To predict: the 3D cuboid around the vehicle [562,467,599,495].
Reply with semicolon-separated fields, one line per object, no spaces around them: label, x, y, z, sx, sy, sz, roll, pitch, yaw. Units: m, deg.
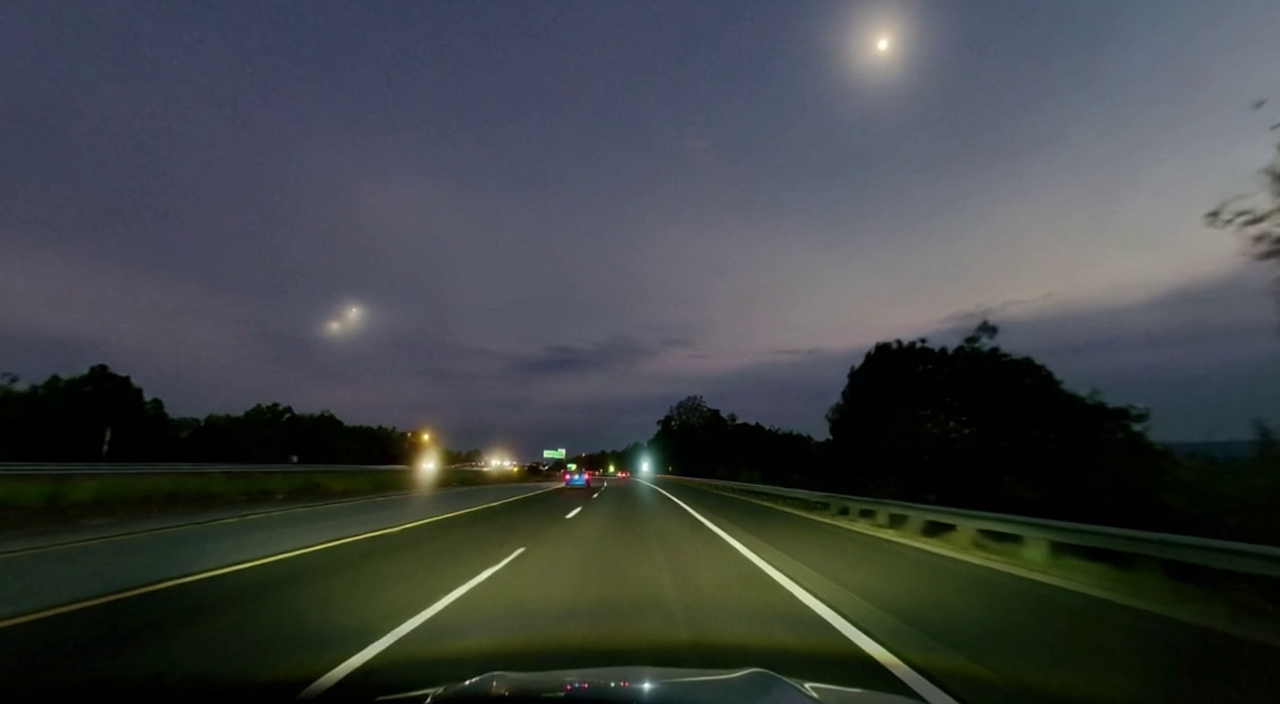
vehicle;-3.520;7.734;38.073;1.967;1.556;4.364;1;-11;-2
